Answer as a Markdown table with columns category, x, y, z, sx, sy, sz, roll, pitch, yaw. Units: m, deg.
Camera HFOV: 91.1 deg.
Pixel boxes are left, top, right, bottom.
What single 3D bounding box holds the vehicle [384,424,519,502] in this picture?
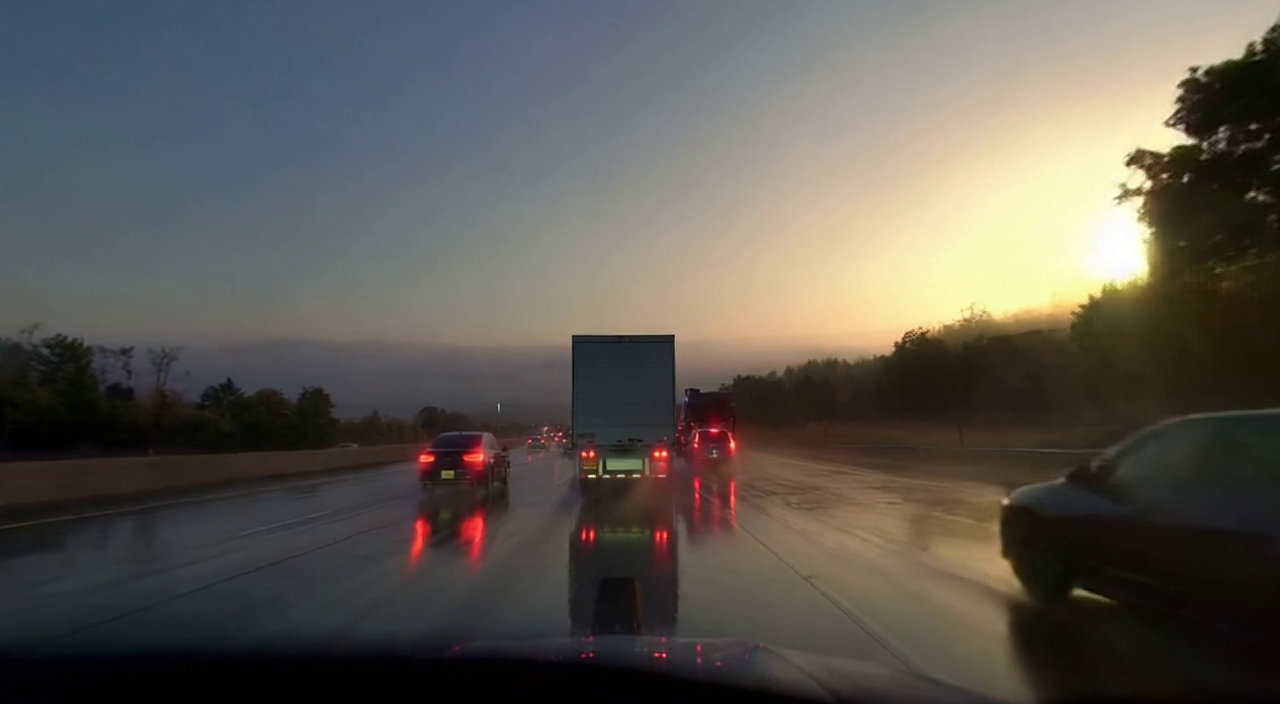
| category | x | y | z | sx | sy | sz | roll | pitch | yaw |
| --- | --- | --- | --- | --- | --- | --- | --- | --- | --- |
| vehicle | -4.066 | 2.433 | 14.271 | 1.882 | 1.493 | 3.828 | 0 | -8 | 0 |

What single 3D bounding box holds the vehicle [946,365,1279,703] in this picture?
| category | x | y | z | sx | sy | sz | roll | pitch | yaw |
| --- | --- | --- | --- | --- | --- | --- | --- | --- | --- |
| vehicle | 3.547 | 0.890 | 3.057 | 1.945 | 1.529 | 4.129 | 0 | -8 | -1 |

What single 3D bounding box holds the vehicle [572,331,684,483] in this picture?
| category | x | y | z | sx | sy | sz | roll | pitch | yaw |
| --- | --- | --- | --- | --- | --- | --- | --- | --- | --- |
| vehicle | -0.480 | 2.098 | 21.663 | 2.938 | 4.033 | 9.980 | 0 | -8 | -2 |

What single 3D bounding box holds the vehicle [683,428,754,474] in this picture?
| category | x | y | z | sx | sy | sz | roll | pitch | yaw |
| --- | --- | --- | --- | --- | --- | --- | --- | --- | --- |
| vehicle | 2.797 | 3.627 | 23.334 | 1.976 | 1.513 | 4.065 | 0 | -8 | -2 |
